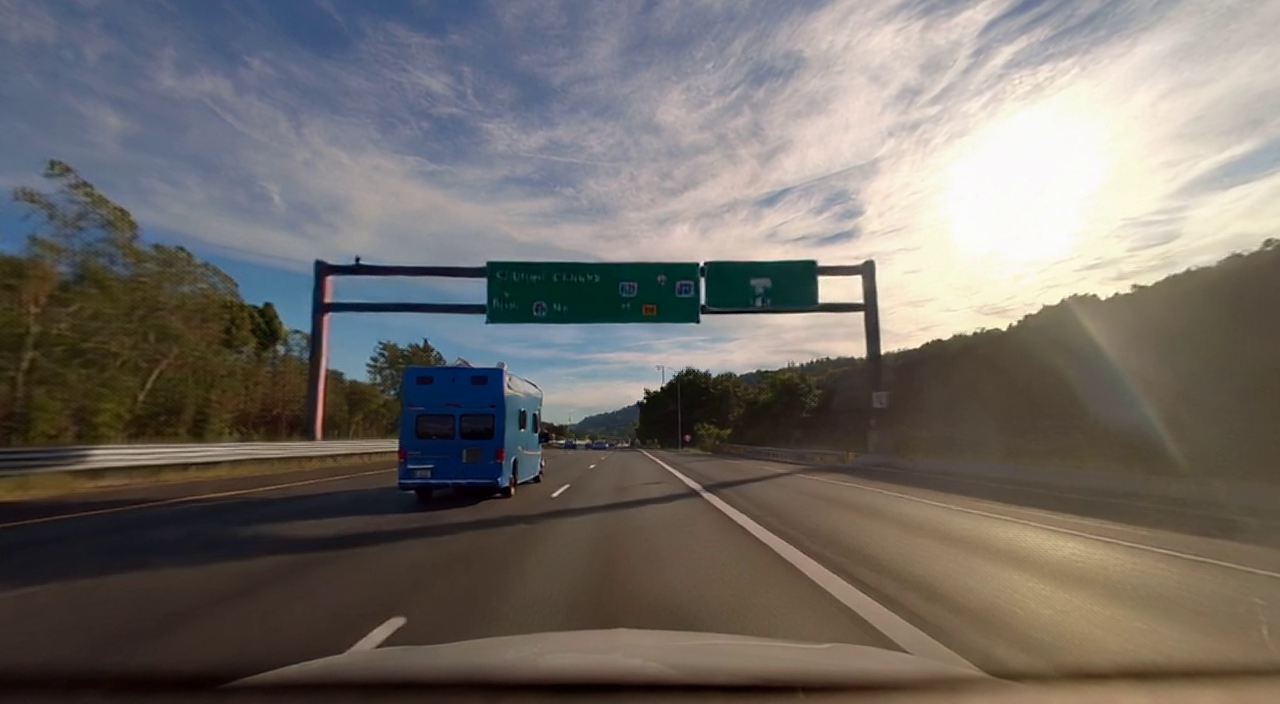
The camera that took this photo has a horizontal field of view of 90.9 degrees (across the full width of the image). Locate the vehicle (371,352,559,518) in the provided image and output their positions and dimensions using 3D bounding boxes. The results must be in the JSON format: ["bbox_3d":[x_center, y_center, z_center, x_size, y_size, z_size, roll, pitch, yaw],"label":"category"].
[{"bbox_3d":[-3.949,2.105,16.258,2.676,3.269,7.388,-1,-7,0],"label":"vehicle"}]
